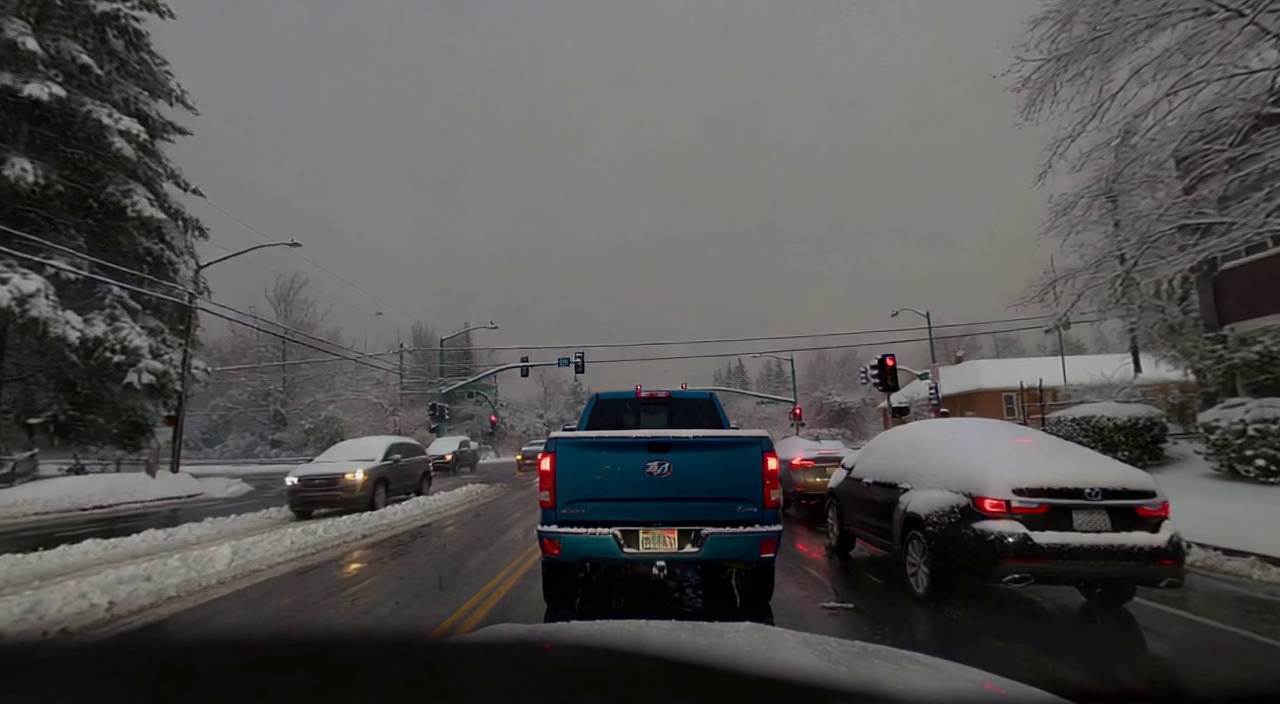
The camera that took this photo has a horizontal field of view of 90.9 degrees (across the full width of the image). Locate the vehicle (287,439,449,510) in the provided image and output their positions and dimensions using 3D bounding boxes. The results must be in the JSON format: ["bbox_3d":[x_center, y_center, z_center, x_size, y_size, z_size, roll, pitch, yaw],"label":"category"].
[{"bbox_3d":[-6.521,2.967,15.837,1.905,1.494,4.666,0,-8,1],"label":"vehicle"}]

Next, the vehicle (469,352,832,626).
[{"bbox_3d":[0.101,1.394,7.413,2.636,2.011,5.425,0,-8,1],"label":"vehicle"}]

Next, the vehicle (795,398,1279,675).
[{"bbox_3d":[3.335,1.501,6.472,2.155,1.667,5.162,0,-8,0],"label":"vehicle"}]

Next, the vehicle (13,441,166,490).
[{"bbox_3d":[-21.741,4.471,25.206,2.062,1.764,4.508,0,-8,-2],"label":"vehicle"}]
